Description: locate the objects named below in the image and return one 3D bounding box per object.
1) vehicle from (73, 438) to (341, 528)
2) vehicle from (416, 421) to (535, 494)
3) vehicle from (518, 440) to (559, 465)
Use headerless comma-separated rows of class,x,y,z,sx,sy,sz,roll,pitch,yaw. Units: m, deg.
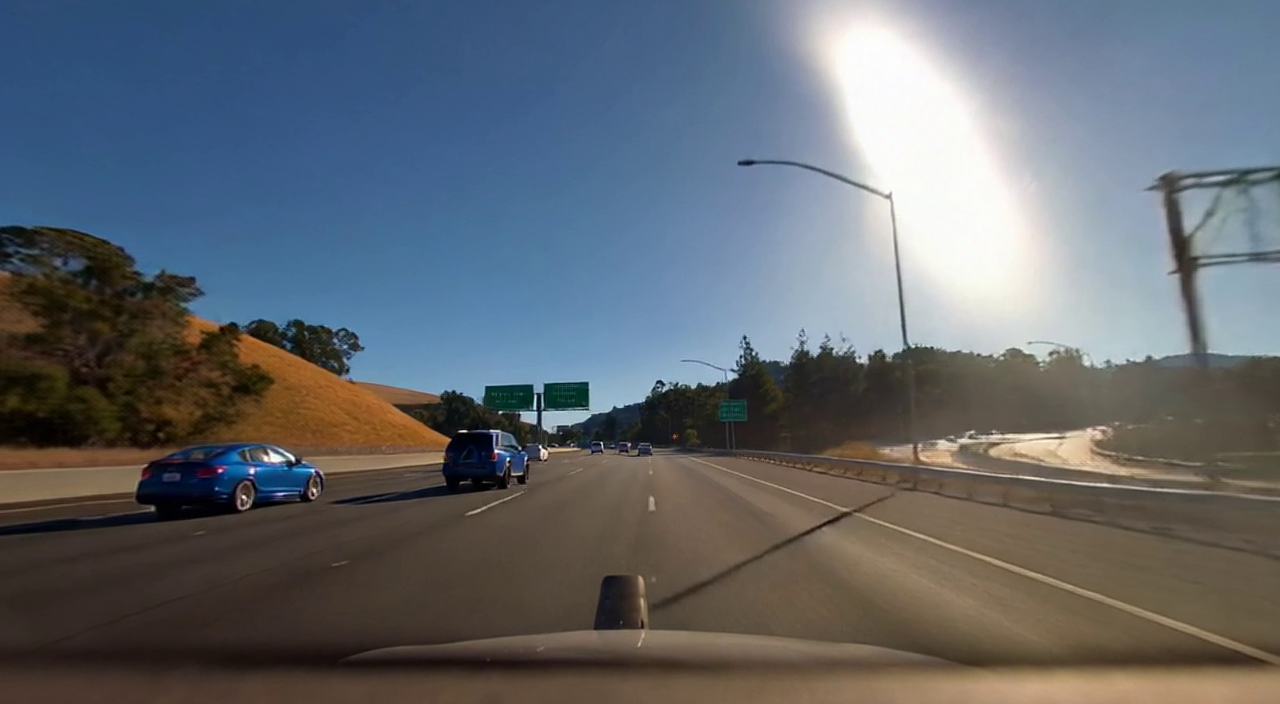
vehicle,-8.522,2.595,13.173,1.984,1.508,4.935,0,-9,2
vehicle,-4.872,3.222,19.548,2.219,1.947,4.924,0,-9,2
vehicle,-7.259,7.219,45.312,2.069,1.636,4.483,0,-9,2
